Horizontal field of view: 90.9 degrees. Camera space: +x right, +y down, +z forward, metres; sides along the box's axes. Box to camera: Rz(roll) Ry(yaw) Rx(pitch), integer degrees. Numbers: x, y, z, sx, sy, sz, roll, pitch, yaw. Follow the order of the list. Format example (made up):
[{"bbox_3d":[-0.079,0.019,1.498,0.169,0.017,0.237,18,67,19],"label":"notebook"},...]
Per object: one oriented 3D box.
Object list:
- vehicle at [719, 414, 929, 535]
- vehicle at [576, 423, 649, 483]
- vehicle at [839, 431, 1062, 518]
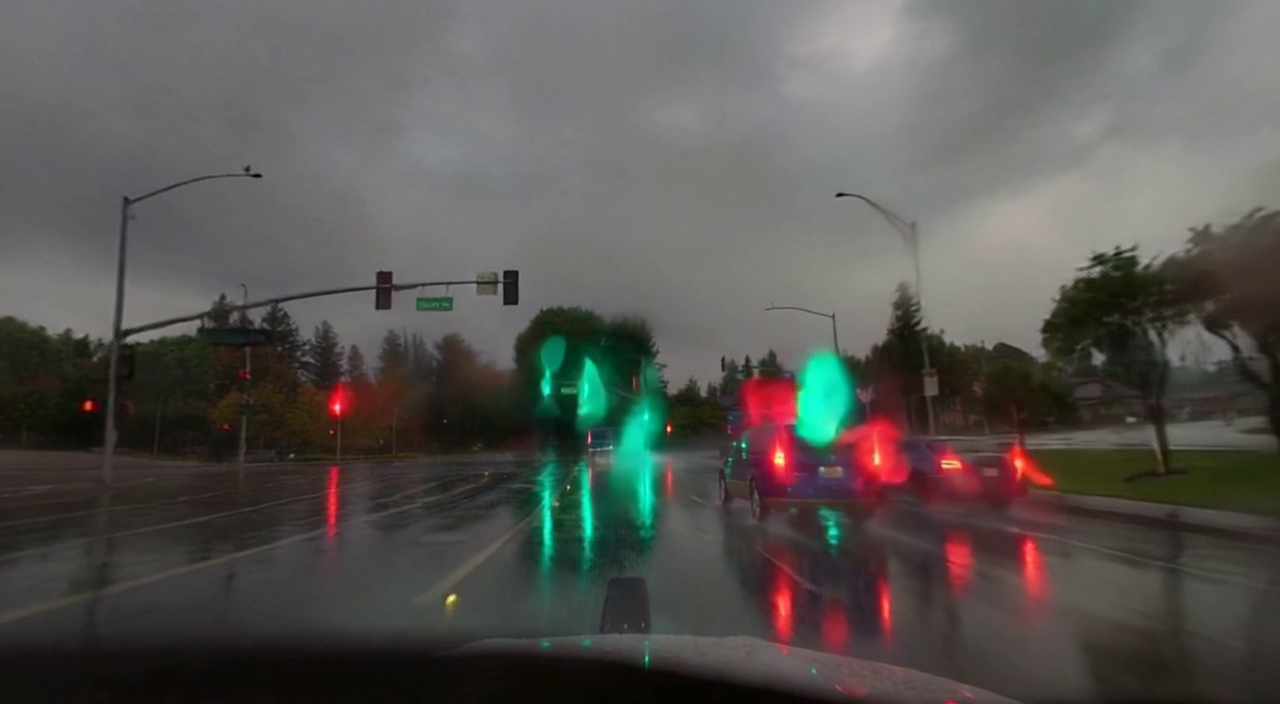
[{"bbox_3d":[2.900,2.063,11.241,2.024,1.686,4.588,1,-8,-5],"label":"vehicle"},{"bbox_3d":[-1.081,3.449,21.708,2.185,1.822,4.583,1,-8,-6],"label":"vehicle"},{"bbox_3d":[6.136,2.476,13.334,2.124,1.474,4.880,0,-8,-2],"label":"vehicle"}]
